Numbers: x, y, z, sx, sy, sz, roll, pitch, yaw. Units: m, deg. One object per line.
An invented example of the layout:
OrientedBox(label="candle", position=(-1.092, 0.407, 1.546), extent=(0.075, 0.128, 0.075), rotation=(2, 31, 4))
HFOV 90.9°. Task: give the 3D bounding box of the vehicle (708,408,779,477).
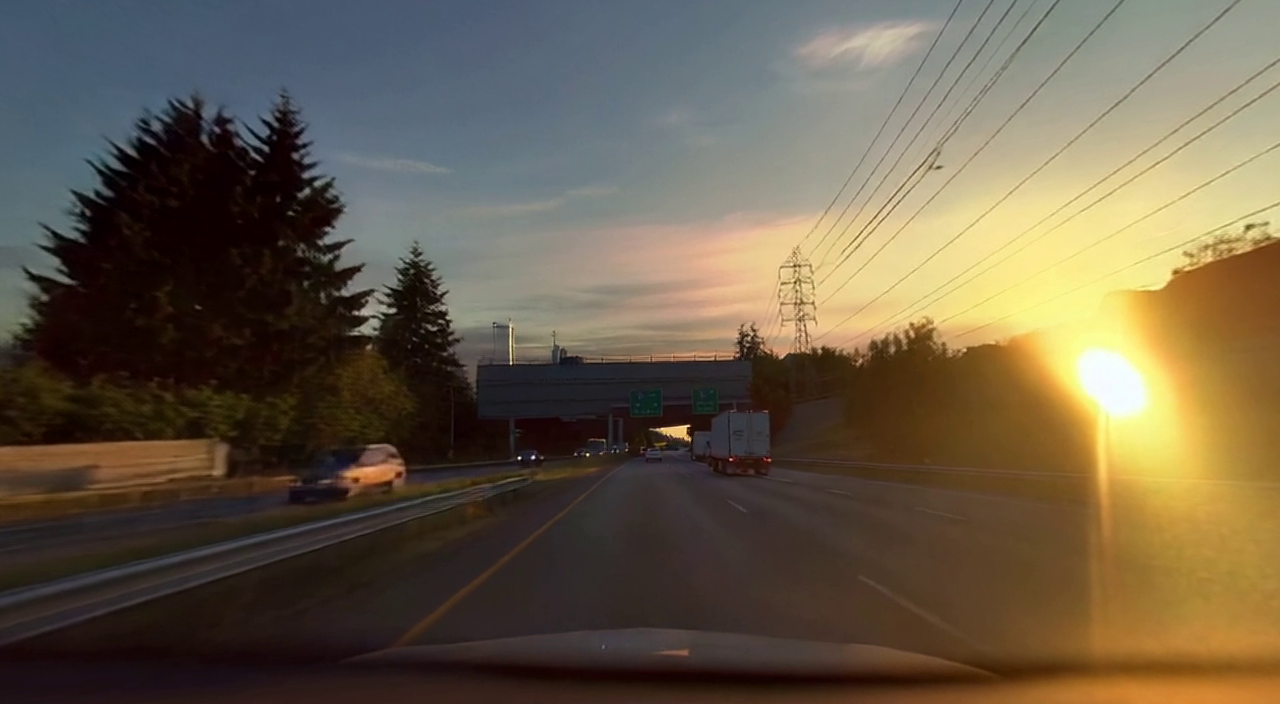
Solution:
OrientedBox(label="vehicle", position=(5.448, 4.978, 34.478), extent=(2.743, 3.367, 7.306), rotation=(0, -9, 1))

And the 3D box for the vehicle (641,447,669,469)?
OrientedBox(label="vehicle", position=(1.105, 7.845, 46.808), extent=(2.049, 1.500, 3.790), rotation=(0, -9, 1))
